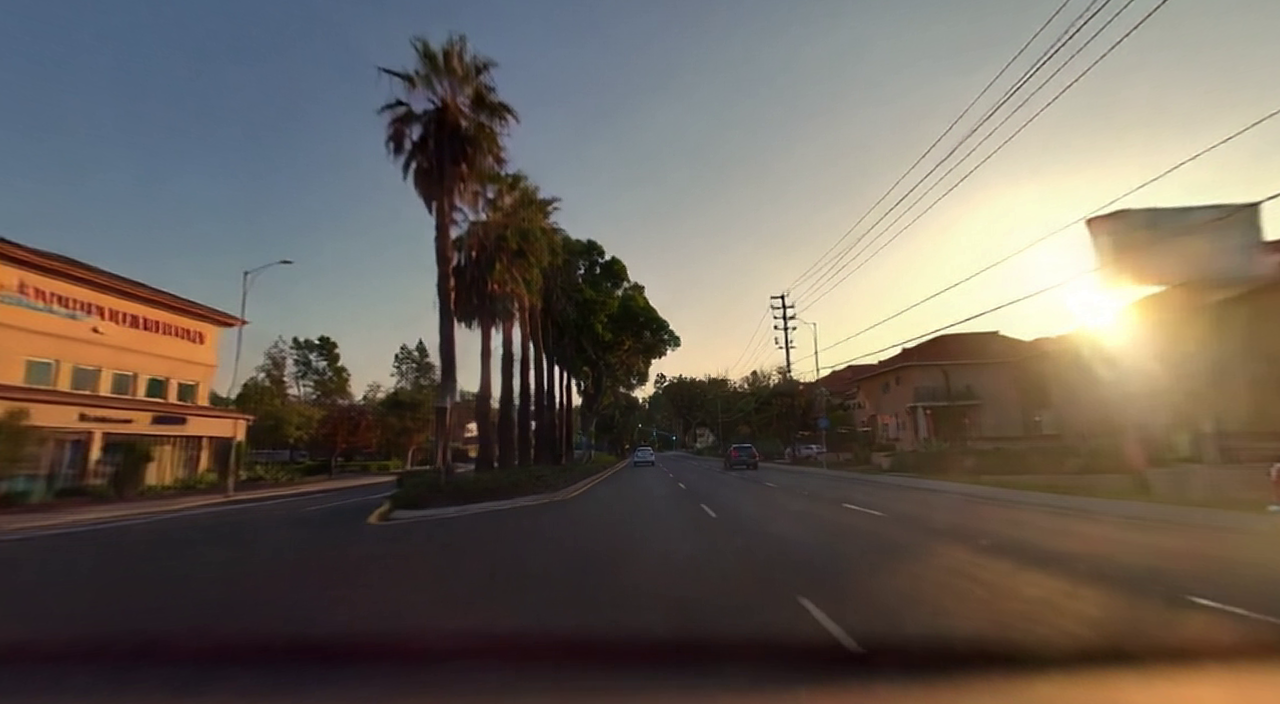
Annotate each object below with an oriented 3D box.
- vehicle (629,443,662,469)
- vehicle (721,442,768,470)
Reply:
[{"bbox_3d":[0.333,7.039,42.721,2.138,1.702,4.168,0,-9,0],"label":"vehicle"},{"bbox_3d":[6.753,6.815,41.325,2.252,1.718,4.617,0,-9,0],"label":"vehicle"}]
